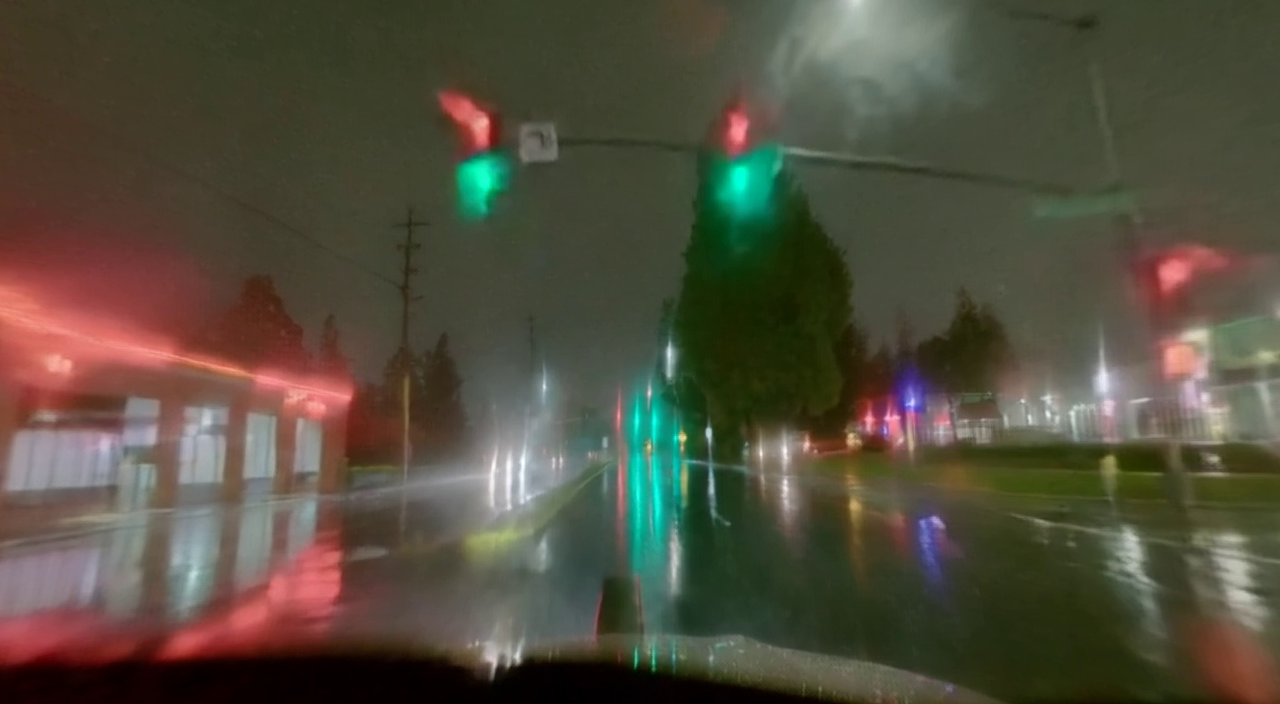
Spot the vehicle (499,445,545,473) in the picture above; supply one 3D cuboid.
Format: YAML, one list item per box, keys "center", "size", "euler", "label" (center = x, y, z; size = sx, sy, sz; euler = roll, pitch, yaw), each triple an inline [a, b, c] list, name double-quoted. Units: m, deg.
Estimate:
- center: [-7.928, 7.201, 42.611]
  size: [2.129, 1.649, 4.647]
  euler: [-4, -8, 0]
  label: "vehicle"

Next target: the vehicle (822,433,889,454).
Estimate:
- center: [16.176, 6.883, 47.458]
  size: [4.241, 1.472, 2.066]
  euler: [0, -8, -3]
  label: "vehicle"

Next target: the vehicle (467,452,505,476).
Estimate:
- center: [-10.937, 7.962, 44.916]
  size: [1.688, 1.419, 3.783]
  euler: [-4, -8, 0]
  label: "vehicle"
